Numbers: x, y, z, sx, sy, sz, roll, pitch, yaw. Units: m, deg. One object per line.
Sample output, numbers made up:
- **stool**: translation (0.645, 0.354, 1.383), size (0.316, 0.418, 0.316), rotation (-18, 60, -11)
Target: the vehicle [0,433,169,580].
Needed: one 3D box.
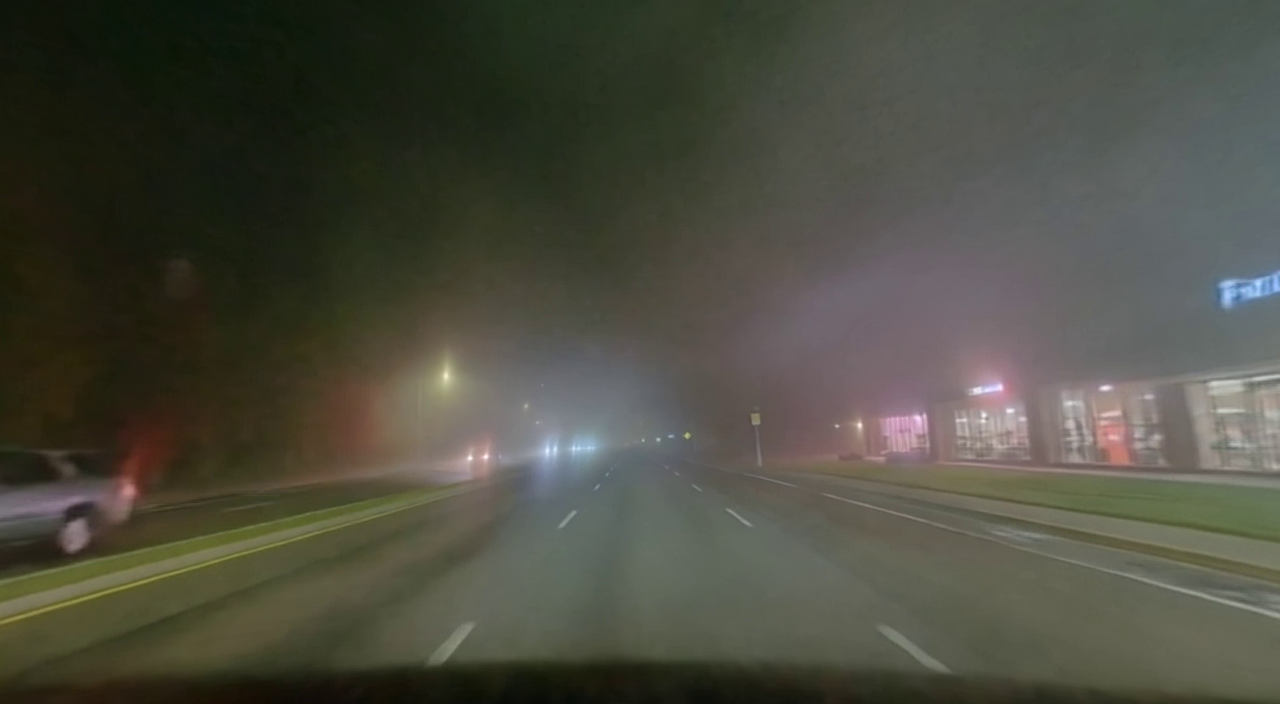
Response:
- **vehicle**: translation (-7.623, 1.680, 6.640), size (2.011, 1.490, 4.472), rotation (-4, -10, -2)
